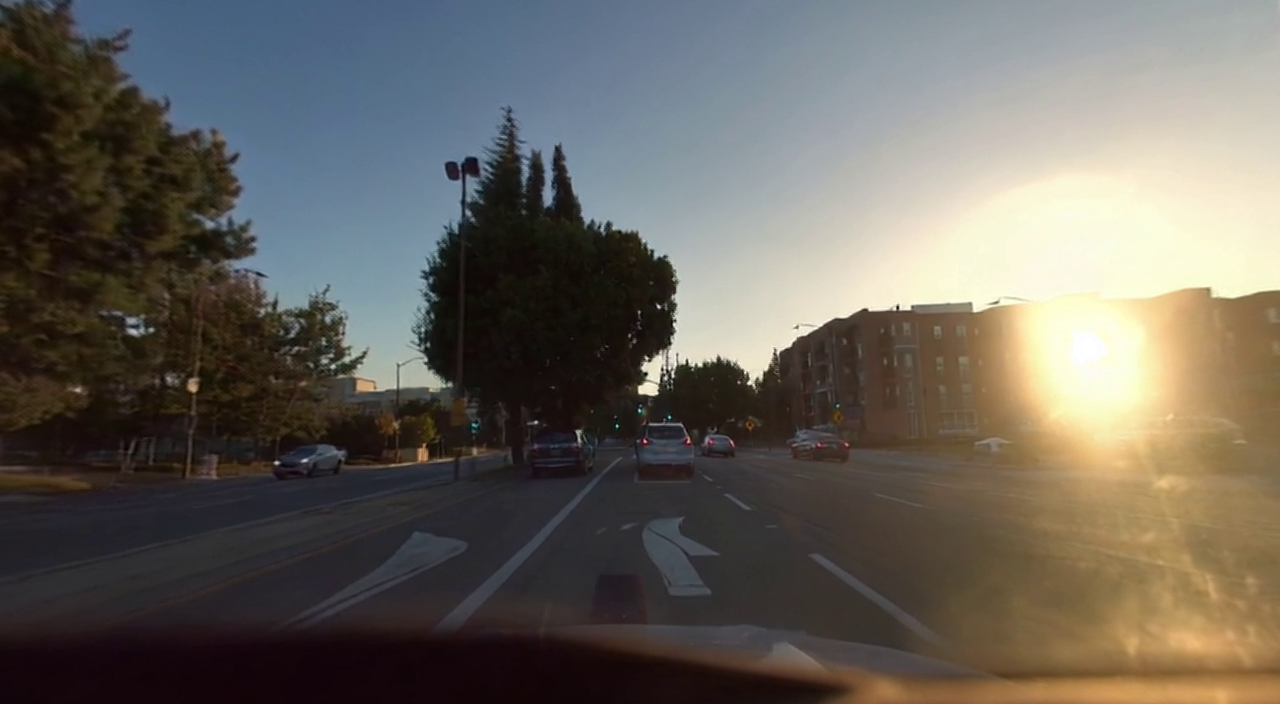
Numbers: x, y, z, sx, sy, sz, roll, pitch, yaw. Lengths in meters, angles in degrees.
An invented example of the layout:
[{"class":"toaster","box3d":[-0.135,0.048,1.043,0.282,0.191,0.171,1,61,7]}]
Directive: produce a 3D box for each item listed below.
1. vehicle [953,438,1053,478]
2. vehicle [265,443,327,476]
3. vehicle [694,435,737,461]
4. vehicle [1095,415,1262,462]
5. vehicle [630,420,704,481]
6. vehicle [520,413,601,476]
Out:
[{"class":"vehicle","box3d":[14.339,4.192,25.153,1.706,1.474,3.761,0,-8,0]},{"class":"vehicle","box3d":[-16.962,5.278,31.289,1.993,1.462,4.586,3,-9,-20]},{"class":"vehicle","box3d":[4.657,6.008,39.549,2.075,1.486,4.316,0,-8,-1]},{"class":"vehicle","box3d":[23.274,3.797,27.451,5.050,1.756,2.206,-2,-9,1]},{"class":"vehicle","box3d":[0.795,3.268,21.097,2.222,1.841,4.031,0,-8,-1]},{"class":"vehicle","box3d":[-2.838,3.496,23.895,2.396,2.143,4.824,0,-8,1]}]
